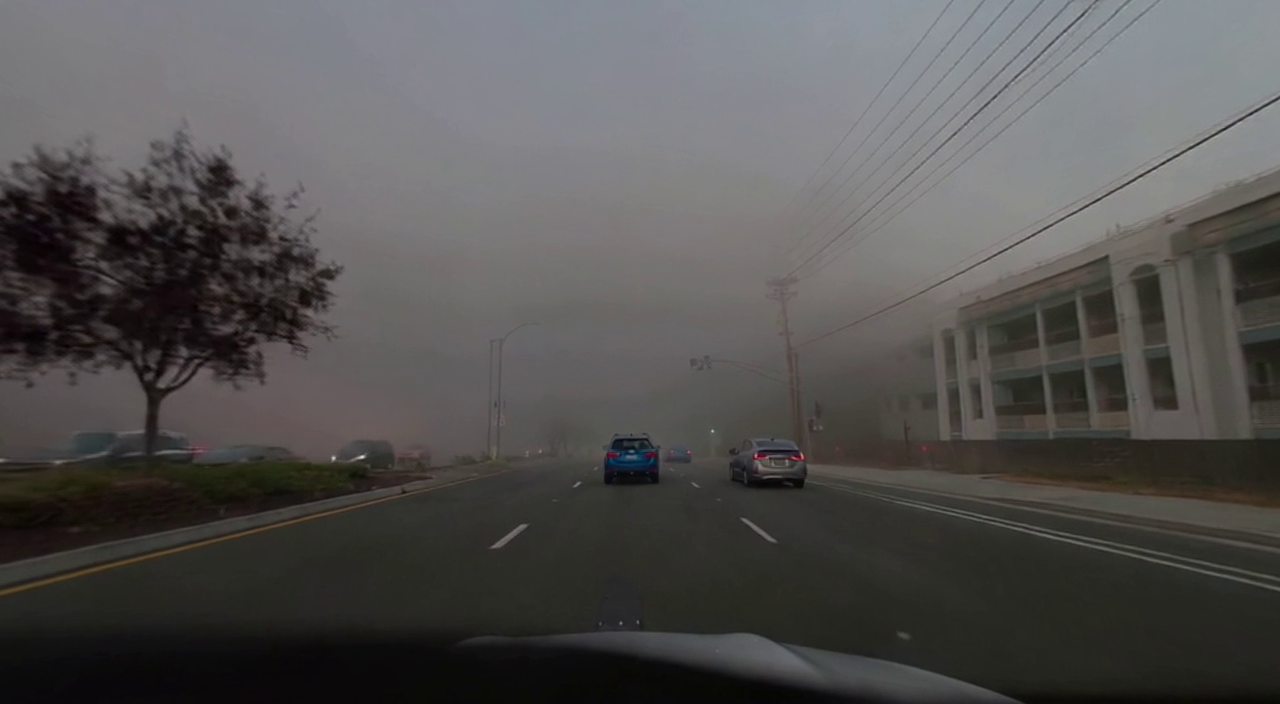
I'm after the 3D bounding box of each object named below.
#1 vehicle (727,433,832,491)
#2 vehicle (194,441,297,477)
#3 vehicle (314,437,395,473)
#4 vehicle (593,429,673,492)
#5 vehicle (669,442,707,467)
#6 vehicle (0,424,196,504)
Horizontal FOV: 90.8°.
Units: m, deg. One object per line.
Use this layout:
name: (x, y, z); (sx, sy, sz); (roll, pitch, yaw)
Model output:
vehicle: (4.076, 3.285, 19.273); (2.086, 1.534, 4.351); (0, -8, -2)
vehicle: (-17.841, 4.819, 28.858); (1.826, 1.482, 4.561); (0, -8, -1)
vehicle: (-14.390, 5.194, 32.194); (2.064, 1.676, 4.332); (-1, -8, 0)
vehicle: (-0.229, 3.096, 18.398); (2.073, 1.606, 3.933); (0, -8, -1)
vehicle: (3.082, 6.678, 41.354); (2.054, 1.461, 4.321); (0, -8, -1)
vehicle: (-14.037, 2.785, 16.200); (2.064, 1.745, 4.495); (0, -8, -1)
